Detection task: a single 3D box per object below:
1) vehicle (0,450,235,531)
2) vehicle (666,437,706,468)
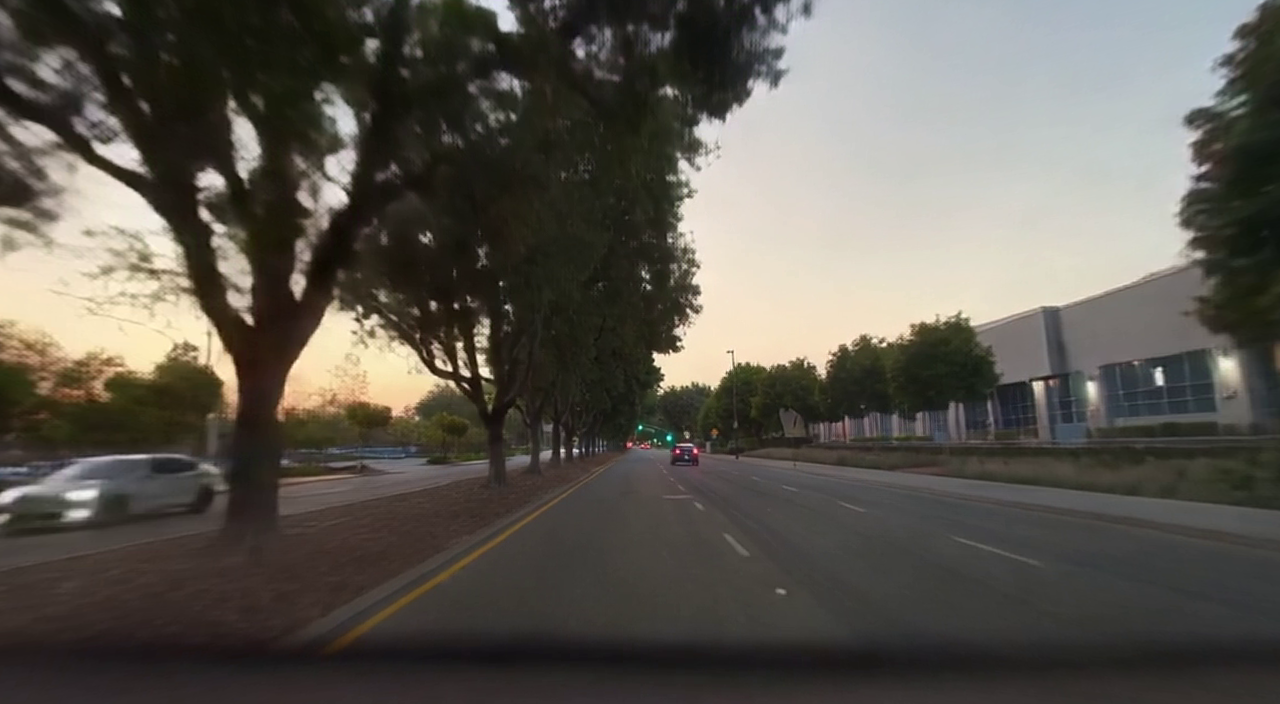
[{"bbox_3d":[-11.694,2.986,14.309,1.890,1.446,4.714,0,-8,1],"label":"vehicle"},{"bbox_3d":[2.928,6.508,41.075,2.085,1.828,5.383,0,-8,-1],"label":"vehicle"}]
